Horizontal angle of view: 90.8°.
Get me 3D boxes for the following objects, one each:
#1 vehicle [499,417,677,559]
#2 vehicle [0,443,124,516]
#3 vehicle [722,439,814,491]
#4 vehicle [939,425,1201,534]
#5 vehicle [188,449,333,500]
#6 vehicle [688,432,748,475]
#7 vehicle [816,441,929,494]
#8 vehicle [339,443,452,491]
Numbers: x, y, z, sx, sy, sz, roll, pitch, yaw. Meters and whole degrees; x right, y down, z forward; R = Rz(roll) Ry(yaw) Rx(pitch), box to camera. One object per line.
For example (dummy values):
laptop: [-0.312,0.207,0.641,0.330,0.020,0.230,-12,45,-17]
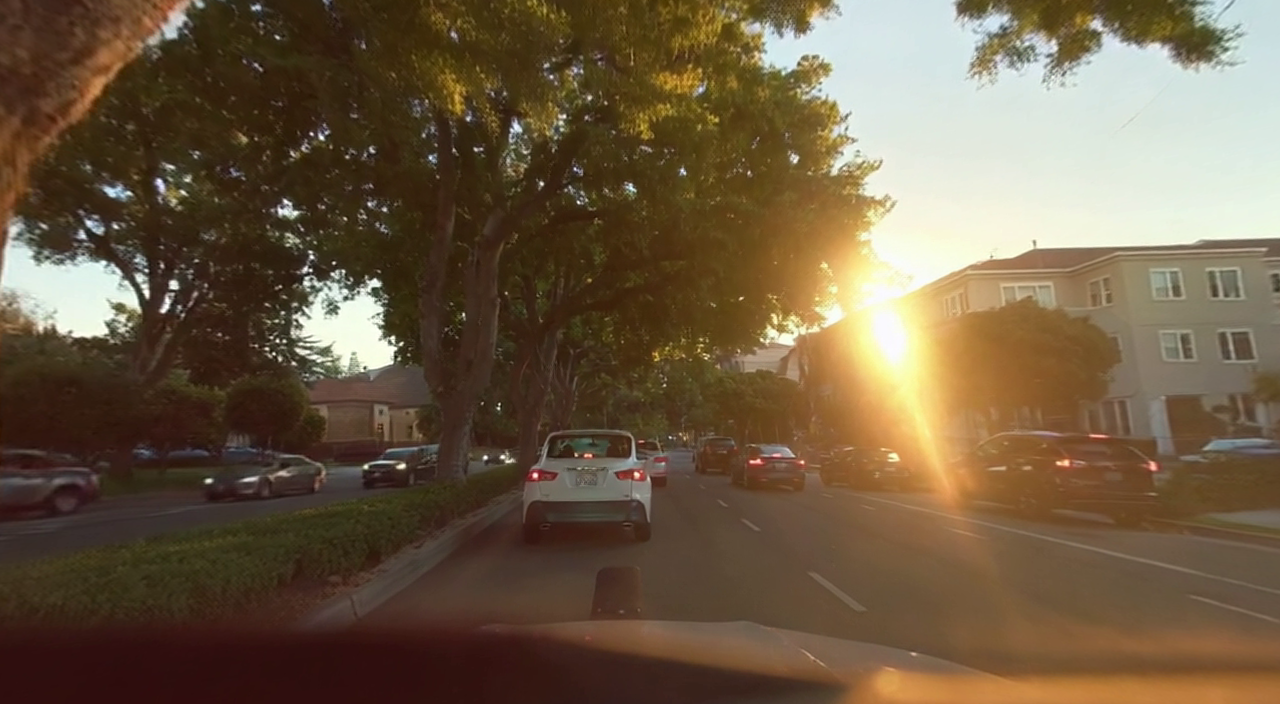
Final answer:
vehicle: [-0.769,1.894,9.462,2.106,1.655,3.717,1,-8,-5]
vehicle: [-16.799,3.305,16.595,2.027,1.789,5.259,0,-8,0]
vehicle: [4.007,3.625,20.625,2.175,1.477,4.520,0,-8,1]
vehicle: [7.871,2.350,12.249,2.168,1.709,4.289,0,-8,3]
vehicle: [-11.954,3.860,20.358,1.866,1.404,4.507,0,-8,0]
vehicle: [3.533,4.727,29.575,2.114,1.846,4.659,0,-8,-1]
vehicle: [7.245,3.619,20.214,1.977,1.485,4.308,0,-8,0]
vehicle: [-8.324,3.930,22.045,2.039,1.466,4.553,0,-8,1]
